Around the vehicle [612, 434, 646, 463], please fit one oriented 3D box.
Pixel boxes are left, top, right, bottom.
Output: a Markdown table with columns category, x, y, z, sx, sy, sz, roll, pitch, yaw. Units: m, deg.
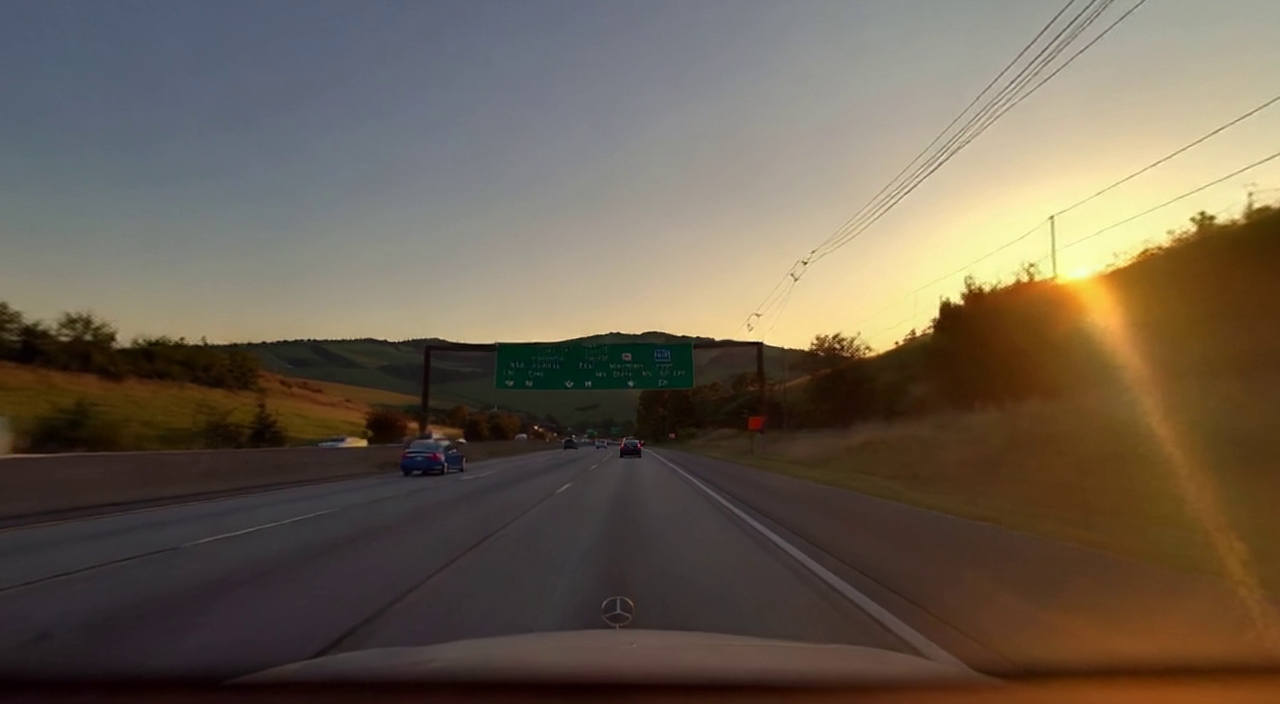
| category | x | y | z | sx | sy | sz | roll | pitch | yaw |
| --- | --- | --- | --- | --- | --- | --- | --- | --- | --- |
| vehicle | -0.714 | 6.189 | 40.358 | 2.040 | 1.715 | 3.906 | -1 | -8 | -1 |

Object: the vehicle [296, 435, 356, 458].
| category | x | y | z | sx | sy | sz | roll | pitch | yaw |
| --- | --- | --- | --- | --- | --- | --- | --- | --- | --- |
| vehicle | -22.604 | 6.824 | 45.507 | 1.896 | 1.542 | 4.581 | -1 | -8 | 1 |

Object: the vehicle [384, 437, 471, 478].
| category | x | y | z | sx | sy | sz | roll | pitch | yaw |
| --- | --- | --- | --- | --- | --- | --- | --- | --- | --- |
| vehicle | -8.425 | 4.193 | 25.362 | 2.047 | 1.486 | 4.306 | -1 | -8 | -1 |
